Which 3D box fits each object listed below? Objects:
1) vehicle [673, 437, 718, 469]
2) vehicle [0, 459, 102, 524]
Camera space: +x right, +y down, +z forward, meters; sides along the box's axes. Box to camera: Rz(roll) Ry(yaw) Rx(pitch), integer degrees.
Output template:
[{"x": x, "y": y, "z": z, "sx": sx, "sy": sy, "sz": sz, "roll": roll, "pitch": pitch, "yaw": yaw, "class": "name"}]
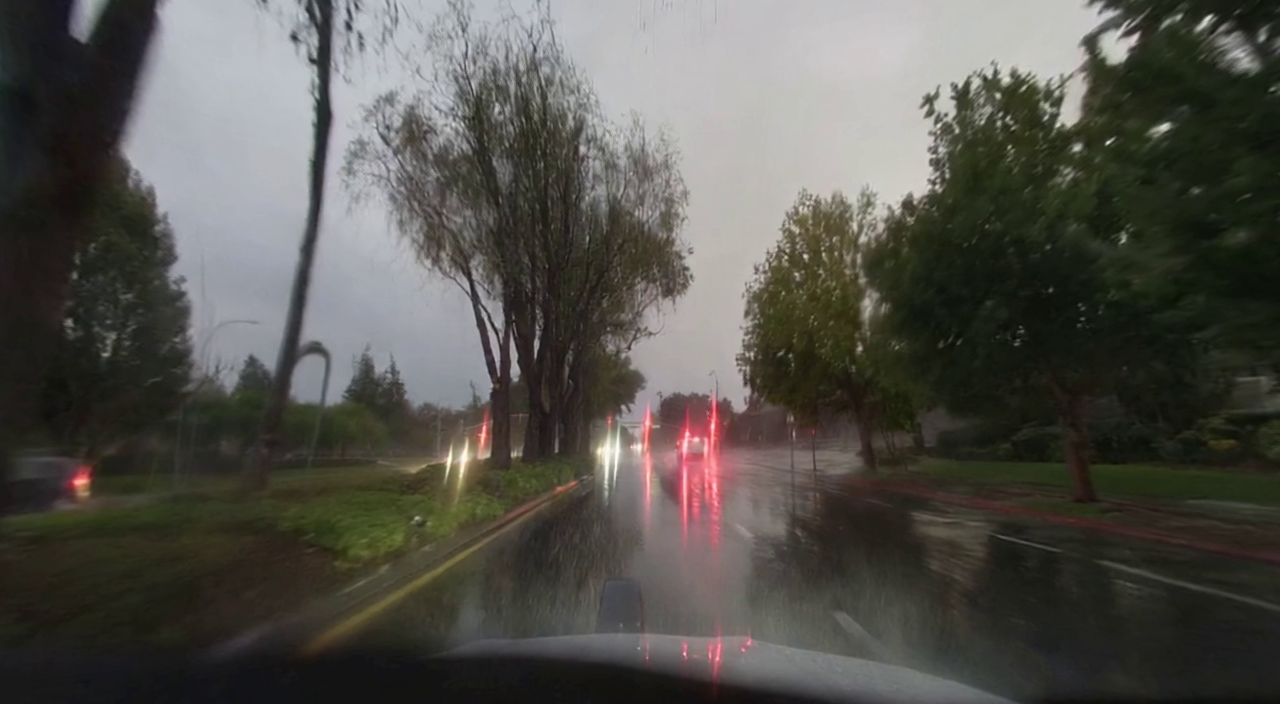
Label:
[{"x": 3.353, "y": 6.227, "z": 39.054, "sx": 2.229, "sy": 1.795, "sz": 4.927, "roll": 0, "pitch": -9, "yaw": -2, "class": "vehicle"}, {"x": -16.340, "y": 3.455, "z": 15.656, "sx": 1.959, "sy": 1.473, "sz": 4.561, "roll": 0, "pitch": -9, "yaw": 1, "class": "vehicle"}]
